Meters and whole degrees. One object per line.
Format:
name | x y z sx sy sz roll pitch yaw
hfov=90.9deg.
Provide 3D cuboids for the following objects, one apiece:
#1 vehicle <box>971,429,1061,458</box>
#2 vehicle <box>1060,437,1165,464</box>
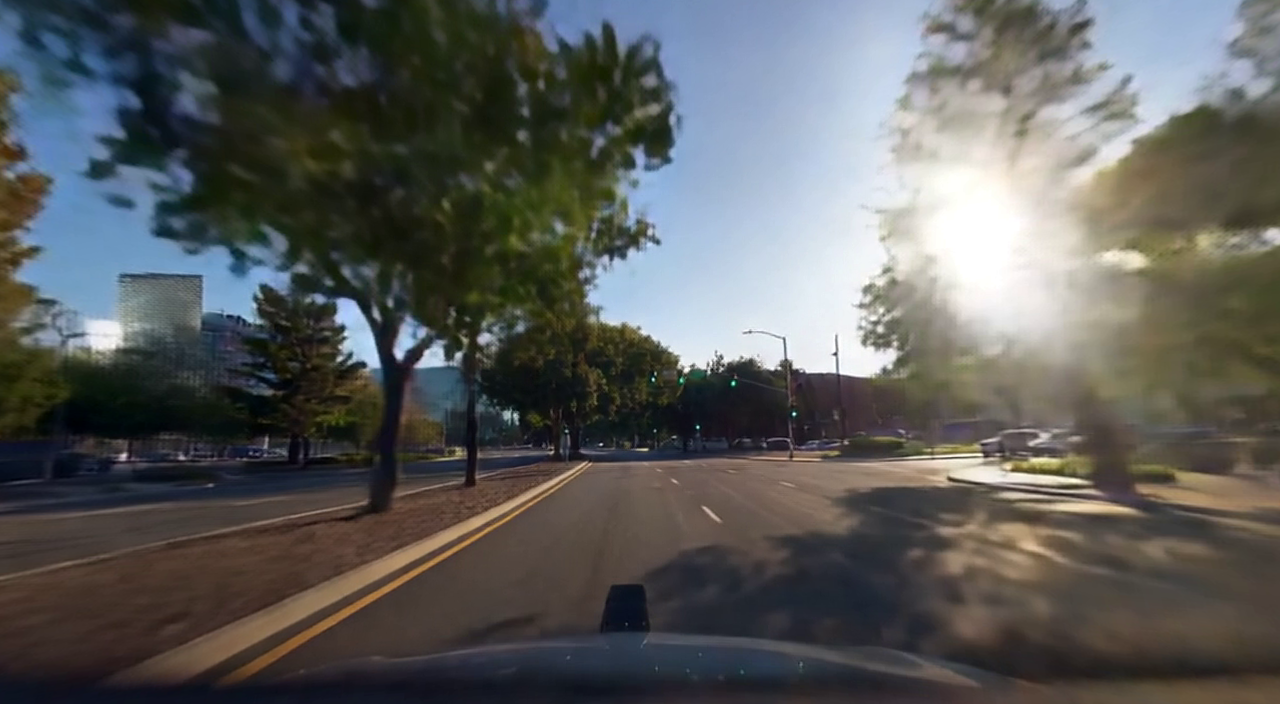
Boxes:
vehicle | 25.943 6.330 43.543 4.950 1.924 2.146 1 -8 -8
vehicle | 25.126 5.264 33.593 4.053 1.376 1.945 0 -8 -3
